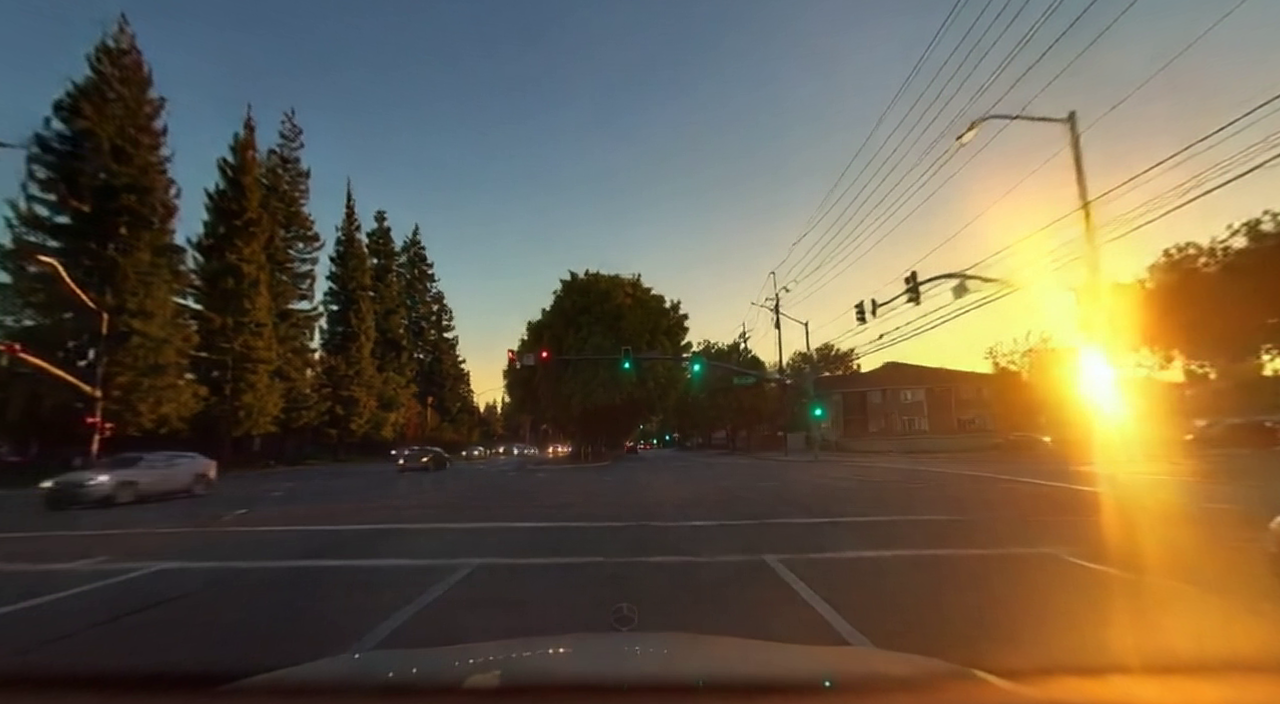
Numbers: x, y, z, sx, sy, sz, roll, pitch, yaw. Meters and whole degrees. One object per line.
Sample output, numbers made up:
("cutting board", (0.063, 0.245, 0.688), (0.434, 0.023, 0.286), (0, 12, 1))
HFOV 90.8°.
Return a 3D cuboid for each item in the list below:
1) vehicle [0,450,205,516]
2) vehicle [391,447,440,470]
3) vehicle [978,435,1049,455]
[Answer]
("vehicle", (-14.644, 3.474, 17.384), (2.013, 1.503, 4.682), (0, -8, -1))
("vehicle", (-15.568, 7.371, 44.043), (1.891, 1.484, 4.441), (0, -8, -1))
("vehicle", (28.030, 6.995, 47.584), (4.439, 1.454, 1.842), (-5, -10, 27))
